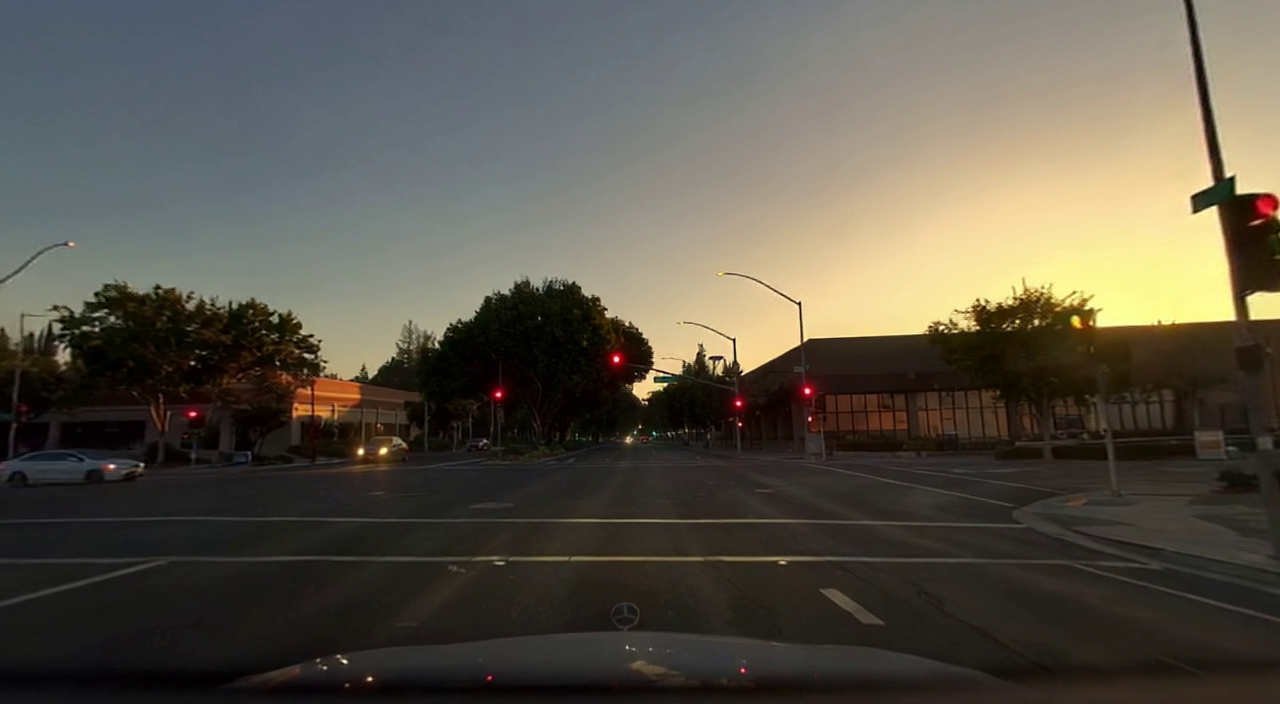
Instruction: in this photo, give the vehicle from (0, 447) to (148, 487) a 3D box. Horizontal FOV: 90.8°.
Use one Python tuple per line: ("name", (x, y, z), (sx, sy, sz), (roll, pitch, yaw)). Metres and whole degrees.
("vehicle", (-22.711, 4.532, 25.118), (4.500, 1.465, 1.936), (0, -8, -4))
